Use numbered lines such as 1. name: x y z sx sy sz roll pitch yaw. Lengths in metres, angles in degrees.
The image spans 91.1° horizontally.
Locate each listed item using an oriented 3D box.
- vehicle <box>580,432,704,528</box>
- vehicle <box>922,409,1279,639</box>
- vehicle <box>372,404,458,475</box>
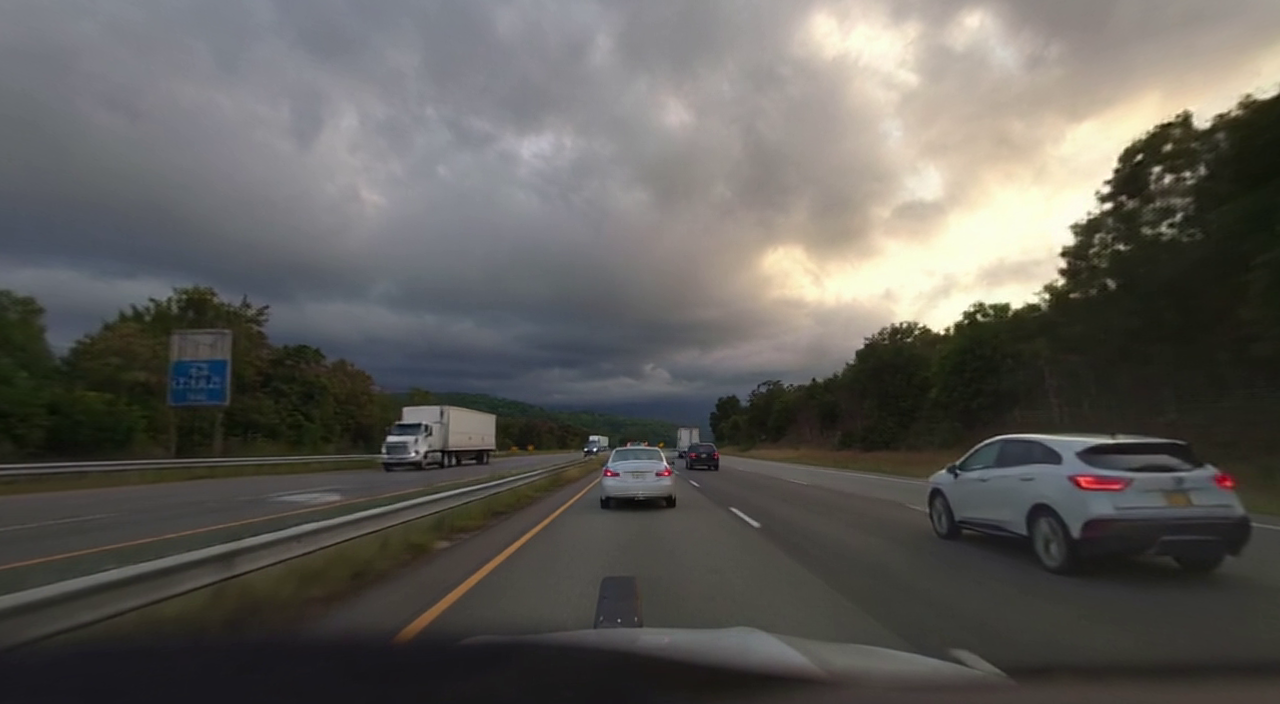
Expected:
1. vehicle: -0.002 2.452 12.545 2.088 1.580 3.657 0 -9 -1
2. vehicle: 4.730 1.450 6.267 1.931 1.516 3.995 0 -9 -1
3. vehicle: -13.581 5.392 38.560 2.937 3.963 5.772 -1 -9 1
